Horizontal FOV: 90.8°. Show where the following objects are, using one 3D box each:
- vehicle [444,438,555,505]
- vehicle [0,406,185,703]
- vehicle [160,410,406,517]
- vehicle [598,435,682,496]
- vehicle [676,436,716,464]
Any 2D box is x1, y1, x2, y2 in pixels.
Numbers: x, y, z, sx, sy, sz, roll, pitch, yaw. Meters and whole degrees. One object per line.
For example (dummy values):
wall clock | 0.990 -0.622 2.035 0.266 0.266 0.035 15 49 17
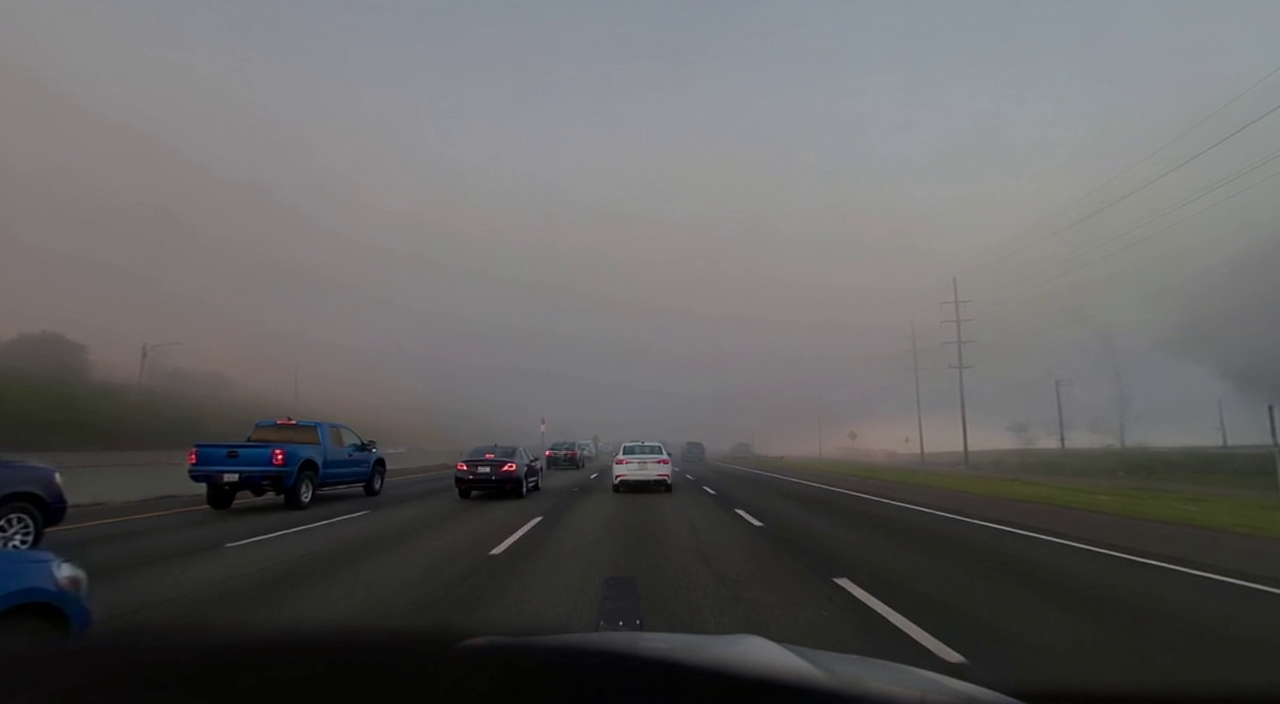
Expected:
vehicle | -3.386 2.944 16.051 1.899 1.437 4.131 0 -8 0
vehicle | -3.611 0.775 1.214 1.955 1.481 4.604 -1 -8 1
vehicle | -7.530 2.435 14.325 2.194 1.922 5.637 0 -8 1
vehicle | -0.019 3.178 18.105 2.102 1.499 4.439 0 -8 -1
vehicle | 3.775 6.703 43.273 2.113 1.800 5.376 0 -8 -1
